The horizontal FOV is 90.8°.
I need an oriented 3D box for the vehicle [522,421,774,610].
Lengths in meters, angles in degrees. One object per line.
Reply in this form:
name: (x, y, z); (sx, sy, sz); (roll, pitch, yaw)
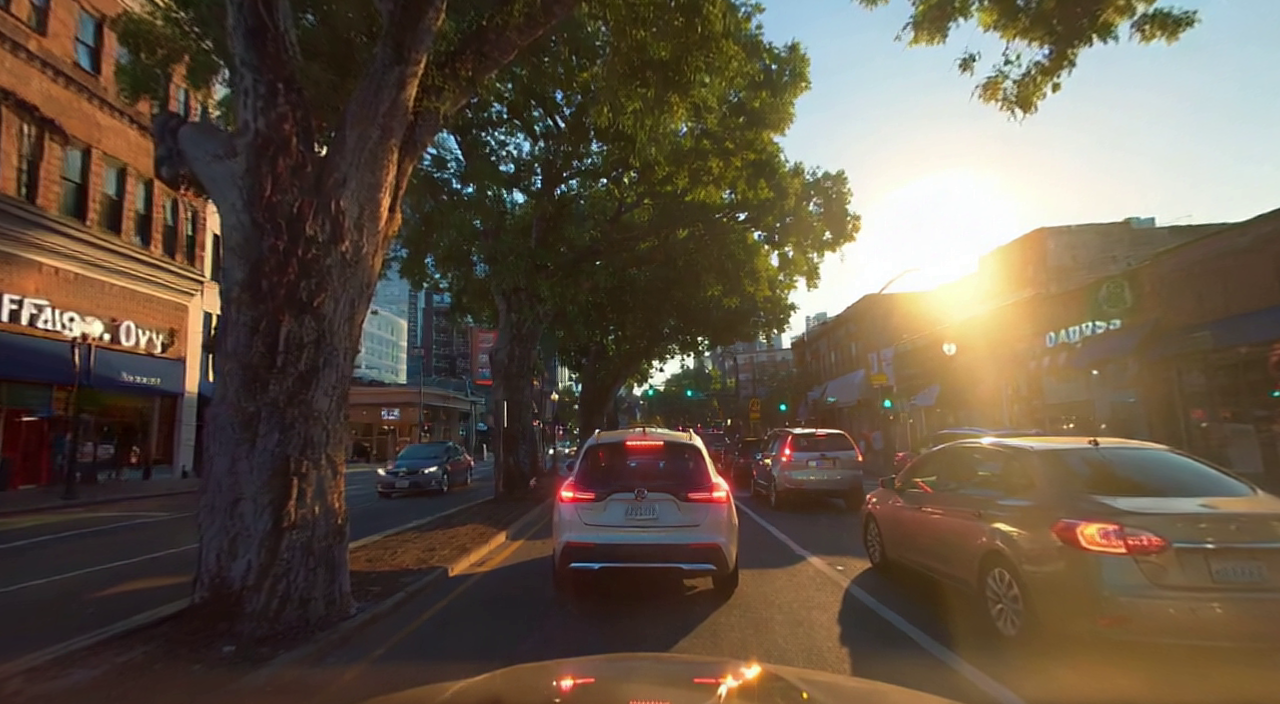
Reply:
vehicle: (0.049, 1.577, 6.883); (2.006, 1.487, 3.535); (0, -9, 0)

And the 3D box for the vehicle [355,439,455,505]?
vehicle: (-6.273, 3.199, 17.401); (1.898, 1.542, 4.689); (2, -9, -13)

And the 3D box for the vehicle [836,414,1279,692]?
vehicle: (3.393, 1.402, 5.569); (1.988, 1.480, 4.195); (0, -9, 0)
